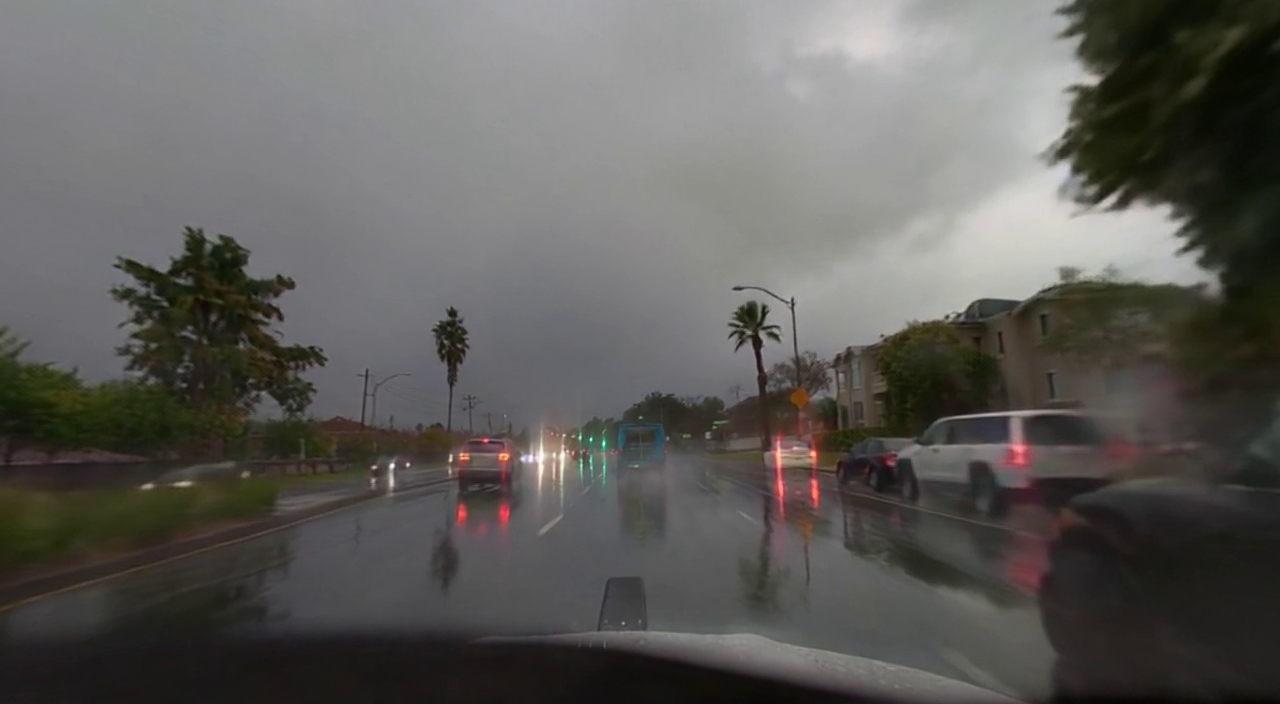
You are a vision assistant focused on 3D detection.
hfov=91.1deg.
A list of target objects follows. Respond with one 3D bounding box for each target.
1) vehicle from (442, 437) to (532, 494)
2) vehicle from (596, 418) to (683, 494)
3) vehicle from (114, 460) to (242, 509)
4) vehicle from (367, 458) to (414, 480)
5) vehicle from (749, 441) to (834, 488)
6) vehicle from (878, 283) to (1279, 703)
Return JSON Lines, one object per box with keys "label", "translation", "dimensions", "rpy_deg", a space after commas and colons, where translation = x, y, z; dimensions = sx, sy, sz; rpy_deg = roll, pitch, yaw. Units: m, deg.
{"label": "vehicle", "translation": [-5.011, 3.777, 21.275], "dimensions": [2.235, 1.682, 4.662], "rpy_deg": [0, -9, -5]}
{"label": "vehicle", "translation": [-0.193, 3.444, 21.169], "dimensions": [2.507, 2.161, 6.049], "rpy_deg": [0, -9, -3]}
{"label": "vehicle", "translation": [-18.773, 5.380, 25.832], "dimensions": [2.048, 1.679, 4.356], "rpy_deg": [-1, -9, -2]}
{"label": "vehicle", "translation": [-19.135, 8.984, 48.364], "dimensions": [1.994, 1.524, 4.698], "rpy_deg": [0, -9, -4]}
{"label": "vehicle", "translation": [4.984, 3.757, 21.357], "dimensions": [2.178, 1.411, 4.732], "rpy_deg": [-1, -9, 6]}
{"label": "vehicle", "translation": [3.362, 0.711, 2.170], "dimensions": [2.576, 1.815, 6.267], "rpy_deg": [0, -9, 0]}
